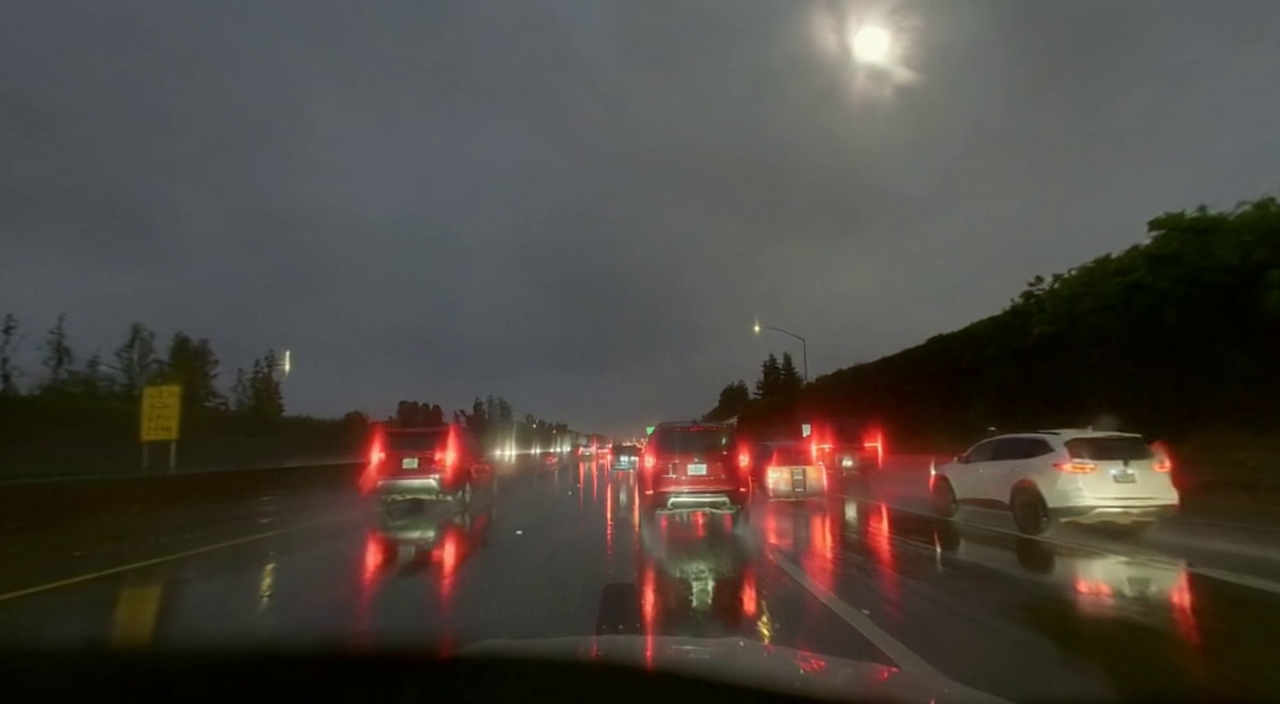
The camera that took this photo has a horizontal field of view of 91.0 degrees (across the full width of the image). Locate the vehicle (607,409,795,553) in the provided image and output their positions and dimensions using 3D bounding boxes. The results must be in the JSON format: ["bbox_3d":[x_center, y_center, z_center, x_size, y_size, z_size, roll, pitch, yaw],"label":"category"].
[{"bbox_3d":[0.662,1.889,9.790,2.230,1.740,3.976,1,-9,-4],"label":"vehicle"}]

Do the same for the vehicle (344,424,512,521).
[{"bbox_3d":[-4.347,2.557,13.892,2.047,1.755,4.638,0,-9,0],"label":"vehicle"}]

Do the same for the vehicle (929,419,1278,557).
[{"bbox_3d":[6.674,1.994,9.914,1.972,1.647,4.429,0,-9,-2],"label":"vehicle"}]

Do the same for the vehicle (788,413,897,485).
[{"bbox_3d":[7.771,3.843,24.994,2.390,2.503,5.788,0,-9,0],"label":"vehicle"}]
